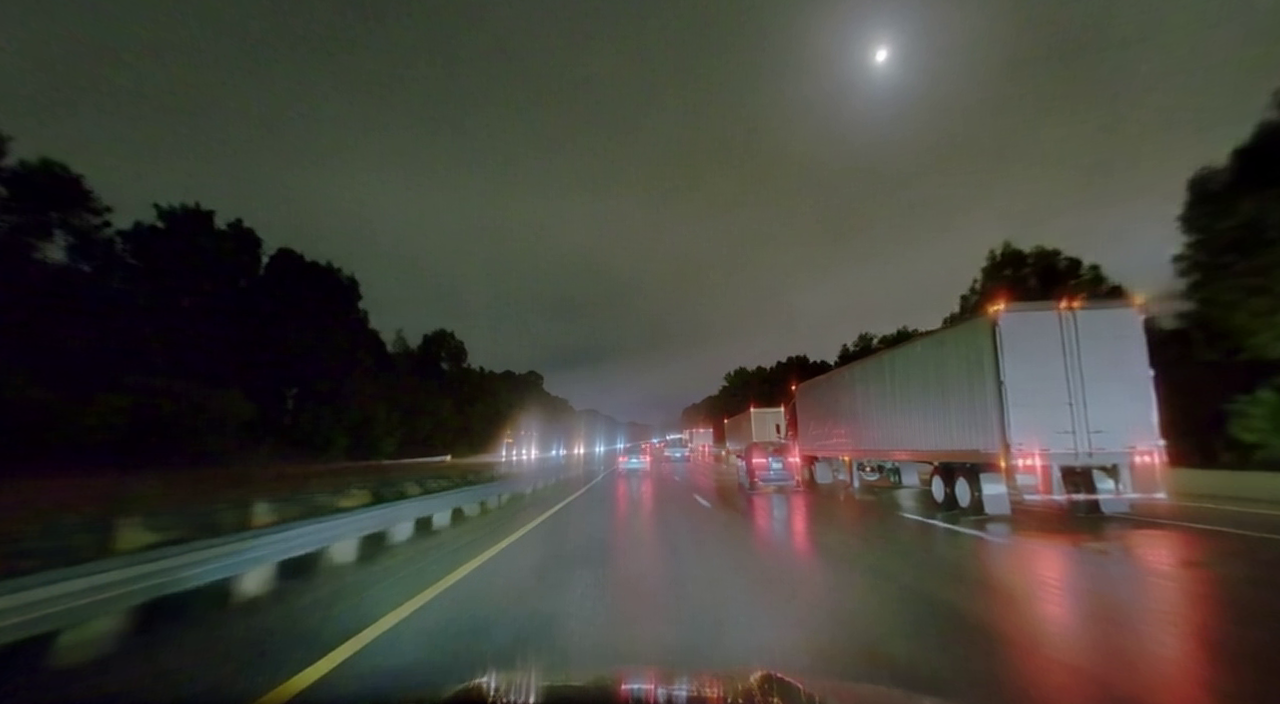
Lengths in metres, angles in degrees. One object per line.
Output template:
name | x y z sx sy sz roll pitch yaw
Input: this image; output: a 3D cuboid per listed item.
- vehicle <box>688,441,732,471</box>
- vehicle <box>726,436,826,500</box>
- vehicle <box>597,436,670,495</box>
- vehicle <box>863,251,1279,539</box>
vehicle | 4.162 6.281 38.217 2.150 1.632 4.260 0 -9 0
vehicle | 3.698 3.220 17.870 1.920 1.594 3.867 0 -9 -1
vehicle | -0.169 3.460 19.441 2.023 1.618 3.628 0 -9 0
vehicle | 7.610 1.191 13.113 2.823 4.063 8.485 0 -9 0
